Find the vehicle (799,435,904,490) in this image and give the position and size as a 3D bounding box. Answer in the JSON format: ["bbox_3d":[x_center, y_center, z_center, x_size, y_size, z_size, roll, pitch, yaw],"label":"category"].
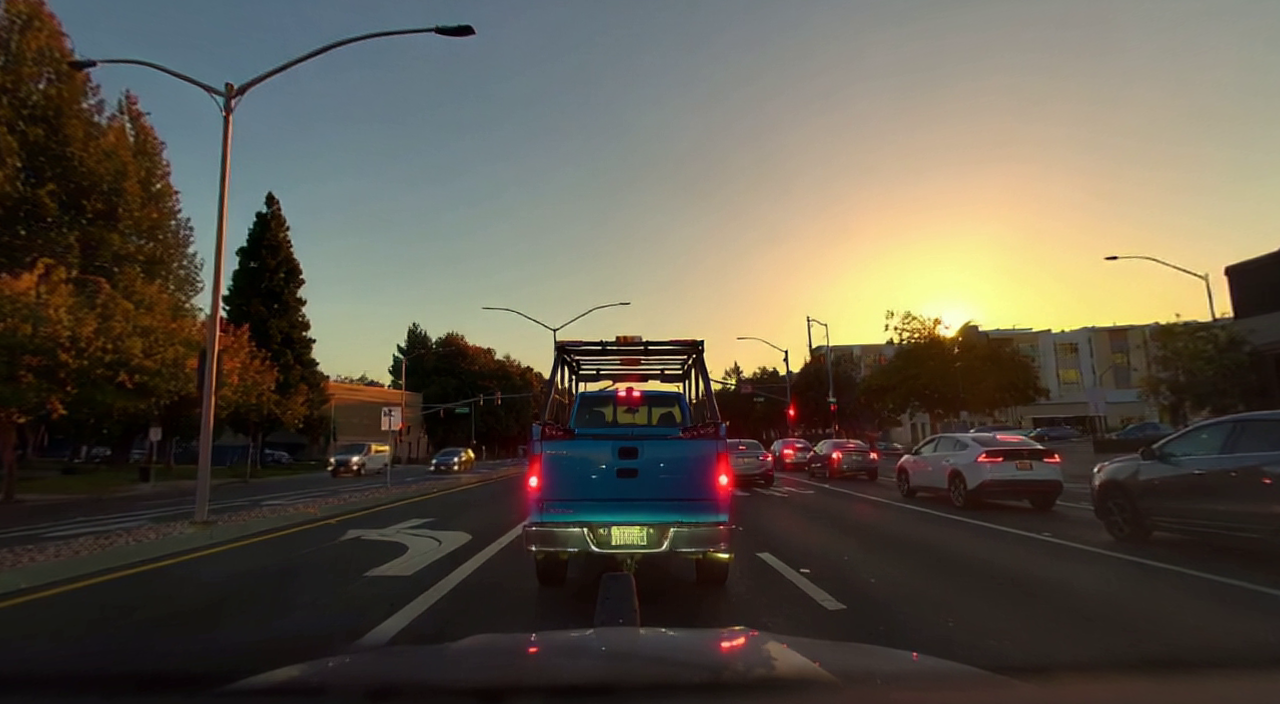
[{"bbox_3d":[7.059,3.732,21.605,1.953,1.665,4.327,0,-9,-2],"label":"vehicle"}]

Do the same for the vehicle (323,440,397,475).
[{"bbox_3d":[-19.316,7.289,43.946,2.700,2.296,5.270,0,-9,-1],"label":"vehicle"}]

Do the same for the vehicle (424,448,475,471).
[{"bbox_3d":[-12.559,7.096,41.949,1.983,1.449,4.501,0,-9,0],"label":"vehicle"}]

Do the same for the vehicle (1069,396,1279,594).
[{"bbox_3d":[6.804,1.363,6.162,2.023,1.771,4.488,0,-9,0],"label":"vehicle"}]

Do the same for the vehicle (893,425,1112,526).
[{"bbox_3d":[7.065,2.435,12.968,1.931,1.692,4.267,0,-9,0],"label":"vehicle"}]

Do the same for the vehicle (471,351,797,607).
[{"bbox_3d":[-0.096,1.464,8.169,2.682,2.117,5.706,0,-9,-1],"label":"vehicle"}]
